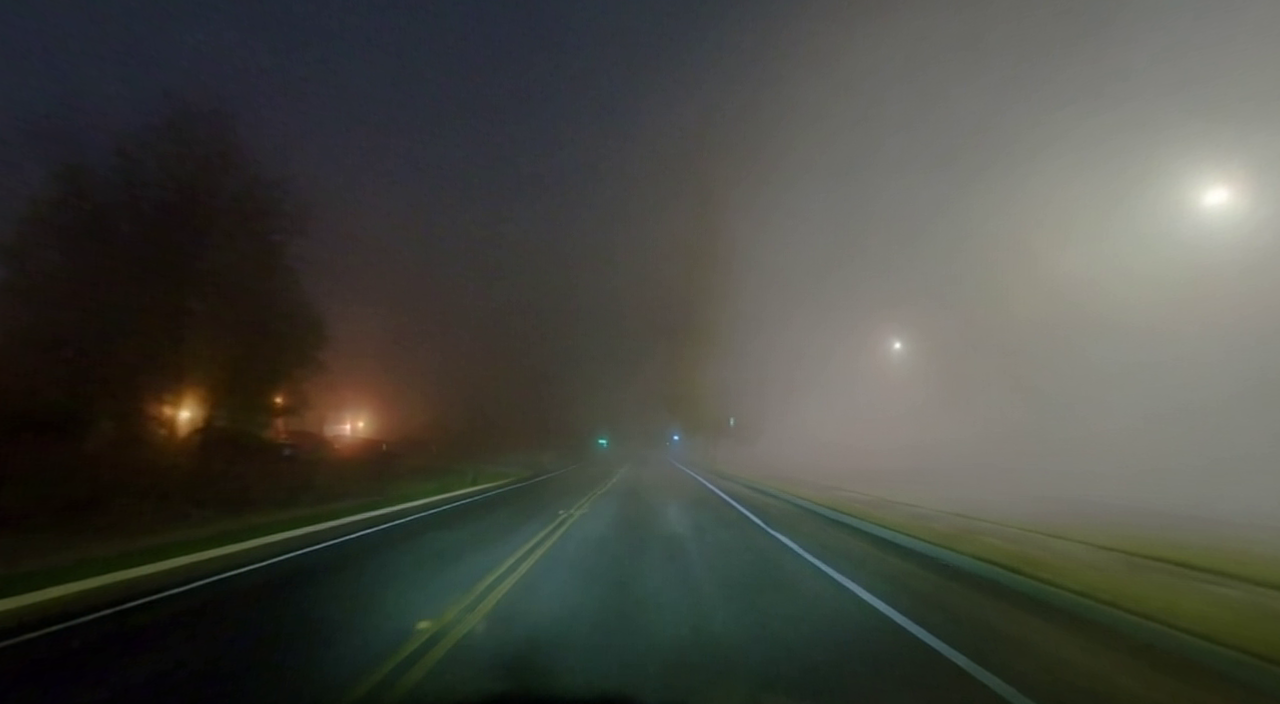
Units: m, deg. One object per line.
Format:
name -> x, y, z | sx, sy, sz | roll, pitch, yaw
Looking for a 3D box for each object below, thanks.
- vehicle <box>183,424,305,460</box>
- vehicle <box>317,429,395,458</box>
vehicle -> -20.089, 4.608, 32.147 | 4.640, 1.765, 2.242 | 1, -9, -3
vehicle -> -19.917, 6.418, 44.306 | 4.511, 1.876, 2.044 | 0, -8, 10
